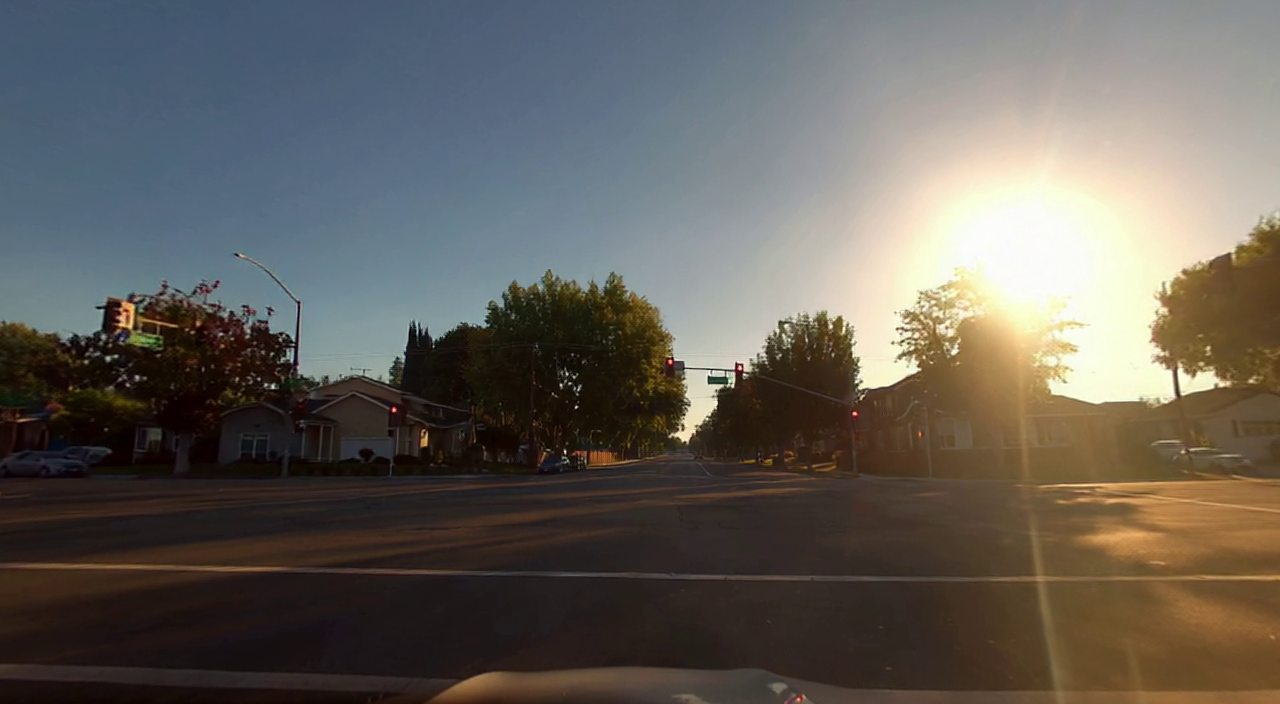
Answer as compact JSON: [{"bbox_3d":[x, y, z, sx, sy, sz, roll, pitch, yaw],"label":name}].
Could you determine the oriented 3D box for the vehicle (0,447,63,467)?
[{"bbox_3d":[-44.282,7.528,45.390,3.949,1.422,1.744,0,-9,1],"label":"vehicle"}]

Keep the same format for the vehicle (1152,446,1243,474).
[{"bbox_3d":[36.779,7.095,41.866,1.853,1.723,4.460,0,-9,-1],"label":"vehicle"}]
